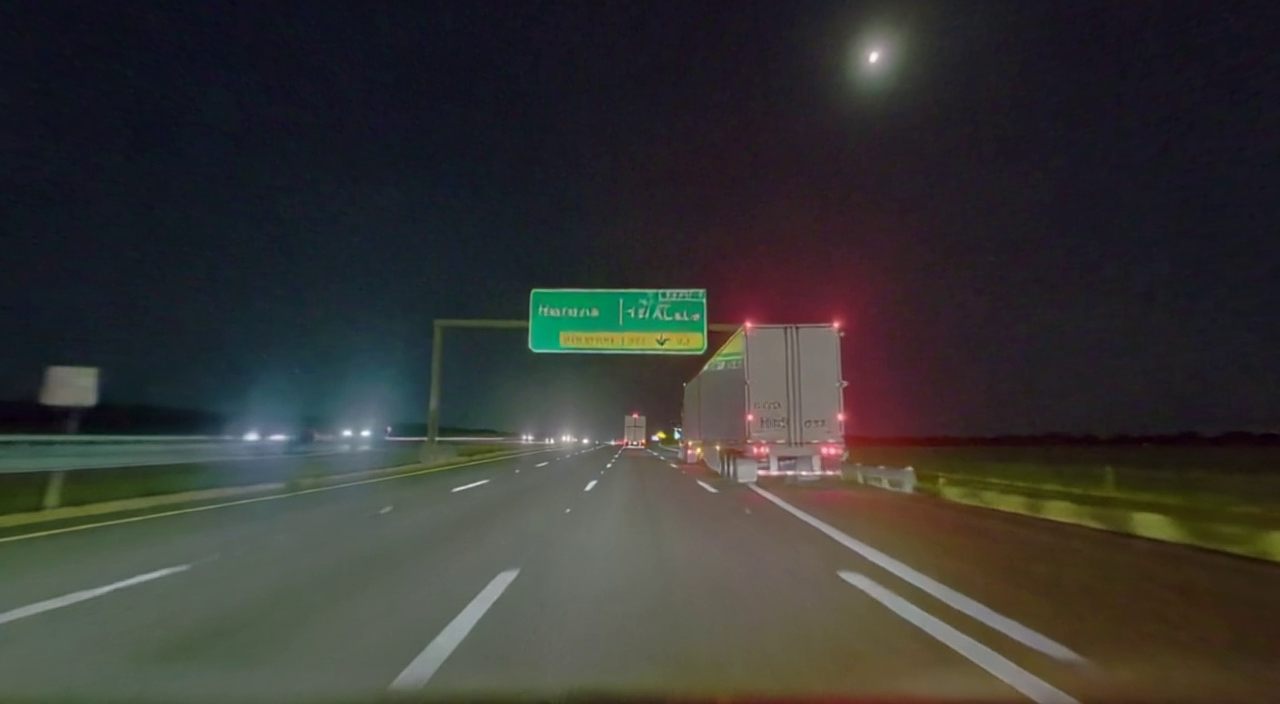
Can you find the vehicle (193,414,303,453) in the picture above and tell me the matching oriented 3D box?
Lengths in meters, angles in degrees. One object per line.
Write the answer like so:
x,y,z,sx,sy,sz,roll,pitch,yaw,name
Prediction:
-19.147,4.070,31.076,2.079,1.741,5.302,0,-8,-1,vehicle
